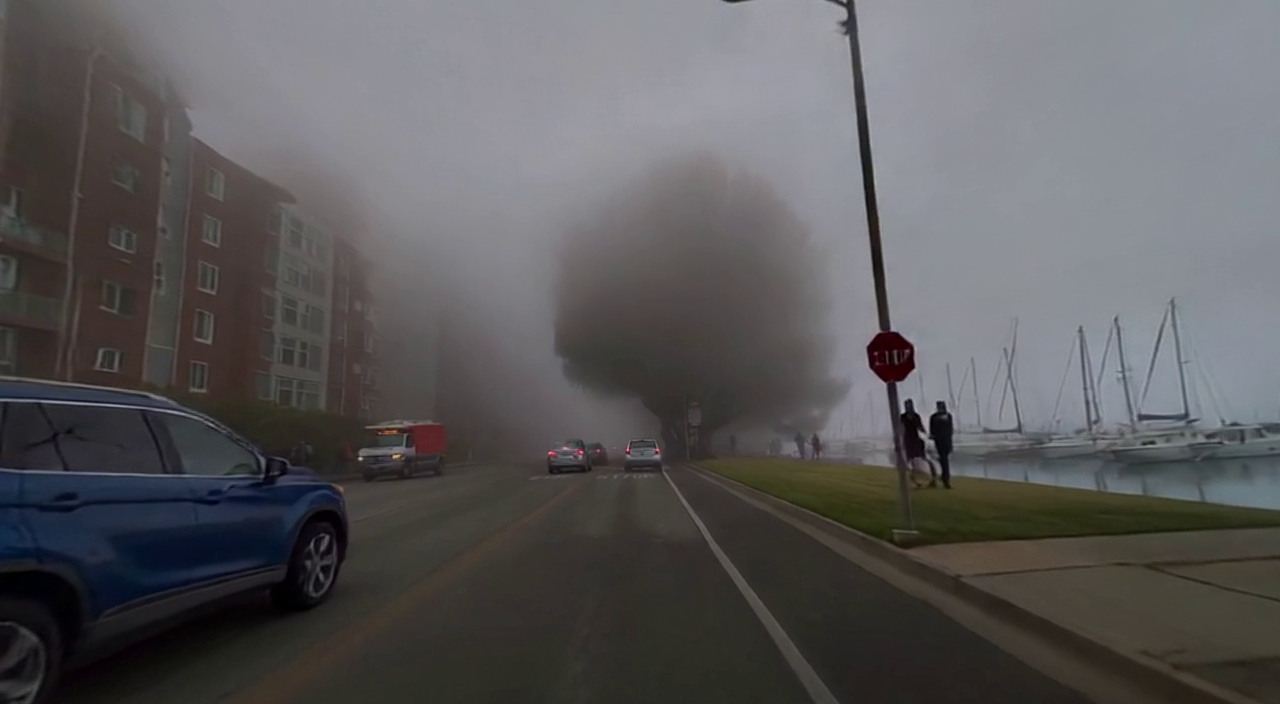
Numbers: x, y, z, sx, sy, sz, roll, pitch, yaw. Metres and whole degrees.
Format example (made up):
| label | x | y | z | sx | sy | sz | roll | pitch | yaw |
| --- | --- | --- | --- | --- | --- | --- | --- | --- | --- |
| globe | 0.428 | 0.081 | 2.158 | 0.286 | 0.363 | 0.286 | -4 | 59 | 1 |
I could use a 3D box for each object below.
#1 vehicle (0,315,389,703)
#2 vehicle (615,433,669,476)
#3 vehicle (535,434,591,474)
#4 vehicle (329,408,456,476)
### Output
| label | x | y | z | sx | sy | sz | roll | pitch | yaw |
| --- | --- | --- | --- | --- | --- | --- | --- | --- | --- |
| vehicle | -3.551 | 0.975 | 3.799 | 2.082 | 1.817 | 4.724 | 0 | -9 | 0 |
| vehicle | 0.064 | 4.192 | 25.875 | 2.057 | 1.624 | 3.726 | 0 | -9 | 0 |
| vehicle | -3.505 | 4.736 | 29.445 | 2.056 | 1.680 | 4.205 | 0 | -9 | 1 |
| vehicle | -13.476 | 5.104 | 35.503 | 2.924 | 3.288 | 9.352 | -1 | -9 | 3 |
